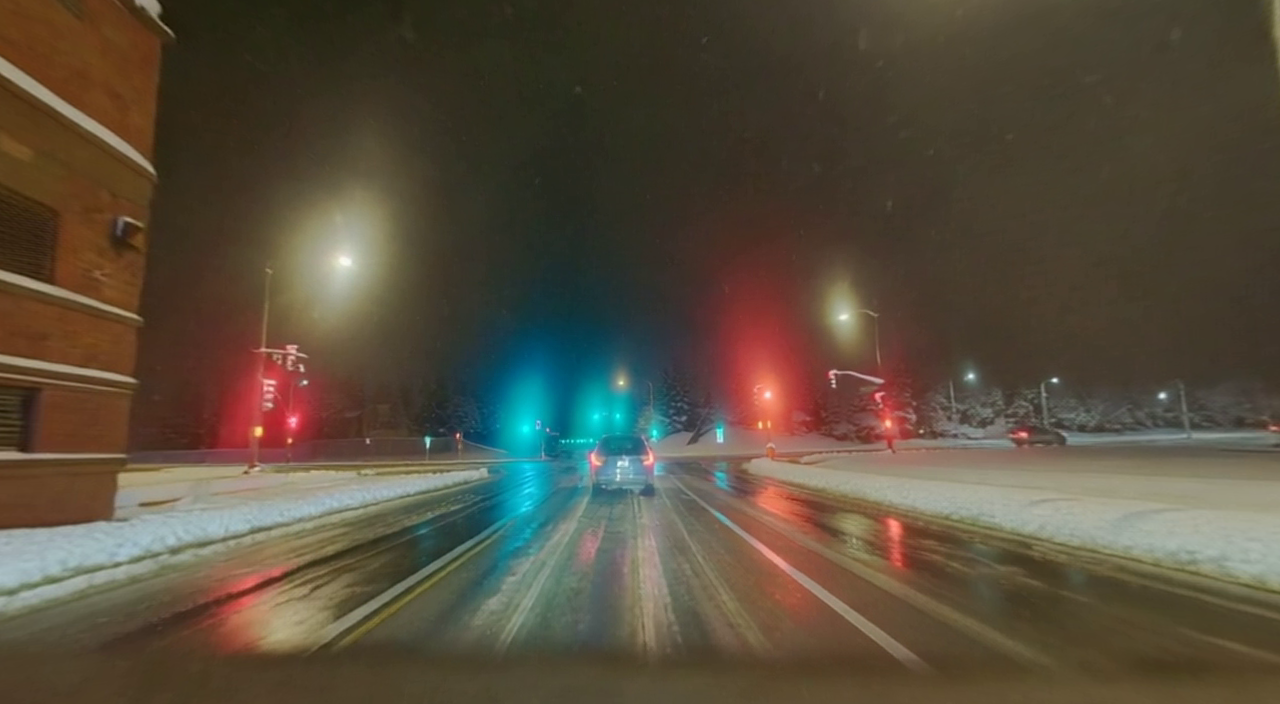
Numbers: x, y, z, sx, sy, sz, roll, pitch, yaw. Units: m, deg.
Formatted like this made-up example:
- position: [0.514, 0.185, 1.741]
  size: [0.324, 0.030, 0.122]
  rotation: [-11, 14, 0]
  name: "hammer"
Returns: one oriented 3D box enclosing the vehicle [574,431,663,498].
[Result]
- position: [-0.582, 3.147, 18.072]
  size: [2.218, 1.657, 4.551]
  rotation: [0, -9, -1]
  name: "vehicle"
